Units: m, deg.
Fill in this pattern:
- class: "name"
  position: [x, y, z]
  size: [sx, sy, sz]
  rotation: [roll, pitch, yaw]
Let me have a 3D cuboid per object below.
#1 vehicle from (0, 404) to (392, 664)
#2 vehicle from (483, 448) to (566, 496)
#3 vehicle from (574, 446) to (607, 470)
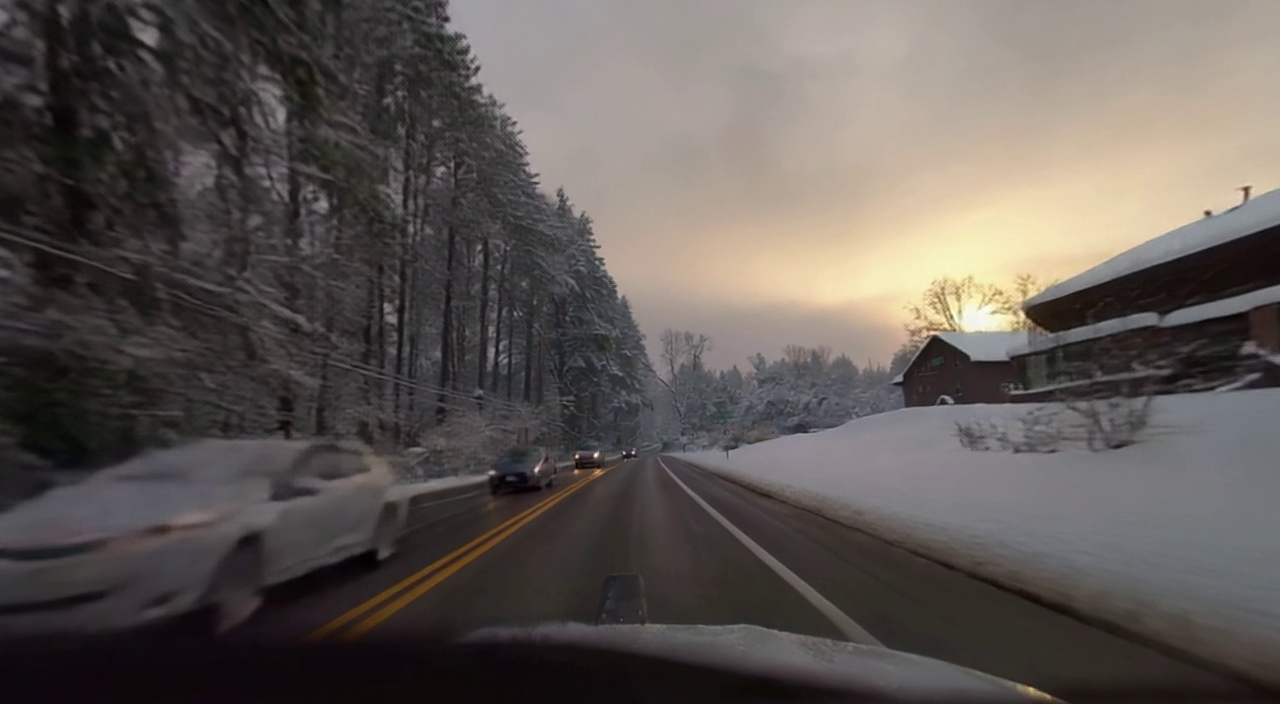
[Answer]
- class: "vehicle"
  position: [-4.439, 1.534, 6.431]
  size: [1.984, 1.705, 4.346]
  rotation: [0, -9, 1]
- class: "vehicle"
  position: [-3.941, 4.159, 22.341]
  size: [2.031, 1.477, 4.450]
  rotation: [0, -9, 1]
- class: "vehicle"
  position: [-3.807, 8.243, 49.381]
  size: [2.124, 1.754, 4.791]
  rotation: [0, -9, 1]
